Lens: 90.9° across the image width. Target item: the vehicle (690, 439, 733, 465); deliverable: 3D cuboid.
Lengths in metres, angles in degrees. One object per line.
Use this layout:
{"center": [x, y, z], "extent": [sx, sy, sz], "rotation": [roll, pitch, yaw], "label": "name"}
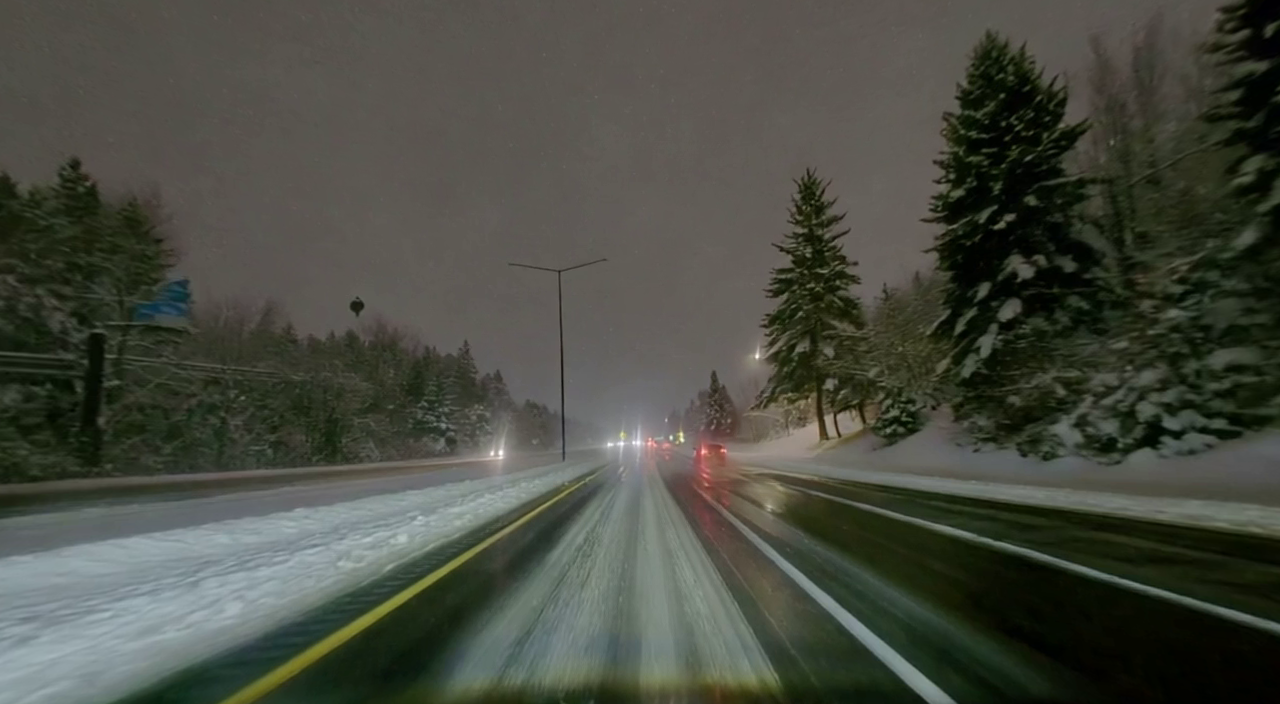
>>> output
{"center": [4.283, 6.086, 38.519], "extent": [2.042, 1.518, 4.477], "rotation": [0, -9, -1], "label": "vehicle"}
